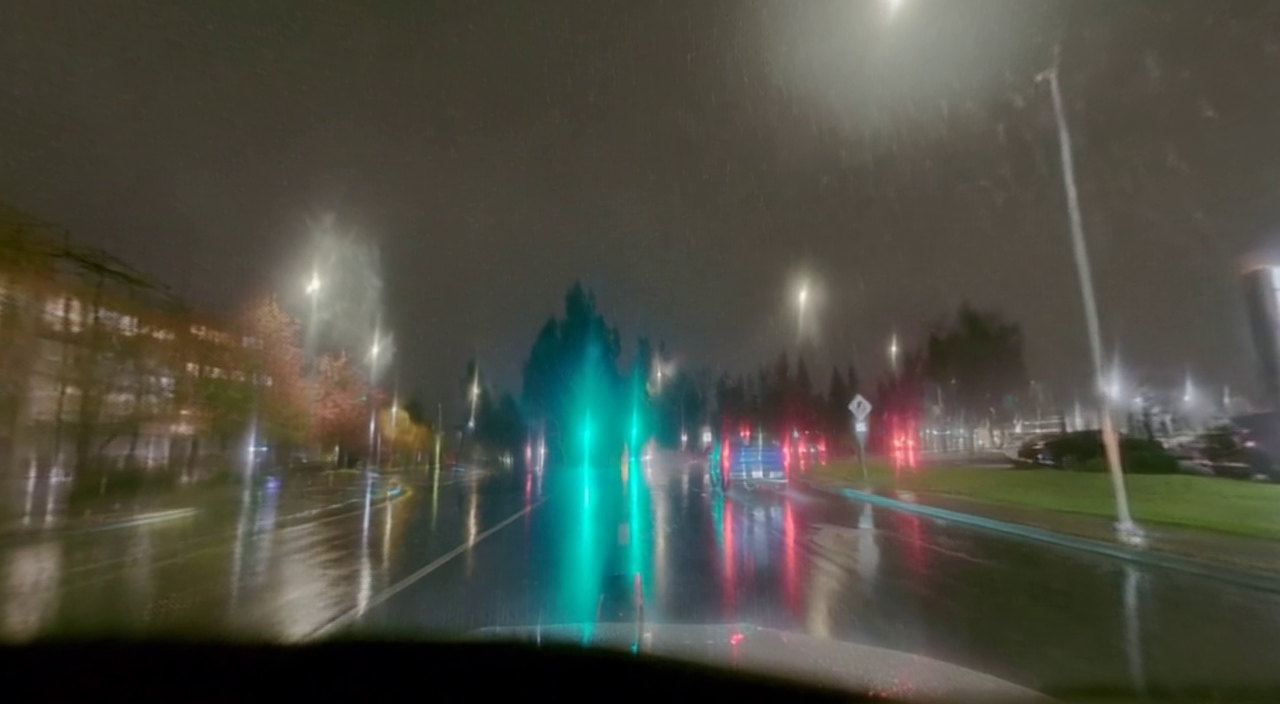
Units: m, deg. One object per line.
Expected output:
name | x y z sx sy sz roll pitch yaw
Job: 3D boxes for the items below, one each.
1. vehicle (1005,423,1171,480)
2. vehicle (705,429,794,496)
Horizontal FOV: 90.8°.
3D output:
vehicle | 17.593 3.913 25.072 4.765 1.678 2.228 -5 -3 7
vehicle | 3.514 3.673 21.477 2.402 1.922 5.677 -1 -8 4
